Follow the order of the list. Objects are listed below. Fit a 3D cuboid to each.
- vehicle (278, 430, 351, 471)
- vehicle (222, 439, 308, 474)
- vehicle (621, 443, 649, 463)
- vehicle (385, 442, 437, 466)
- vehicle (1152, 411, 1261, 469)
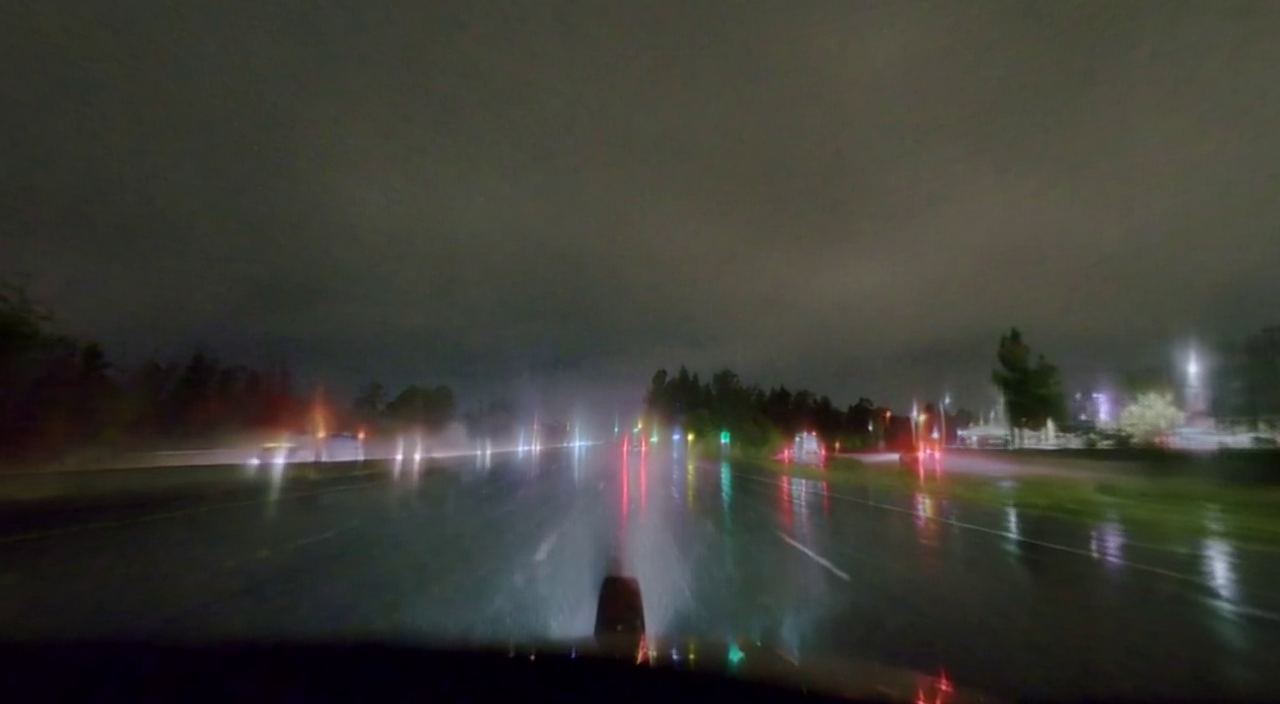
[{"bbox_3d":[-25.386,7.710,49.567,2.614,2.968,5.747,0,-9,0],"label":"vehicle"},{"bbox_3d":[-25.326,7.060,43.040,2.155,2.166,5.959,0,-9,0],"label":"vehicle"},{"bbox_3d":[-0.409,7.724,48.368,2.025,1.460,4.189,0,-9,-2],"label":"vehicle"},{"bbox_3d":[-17.649,7.867,49.001,2.006,1.741,5.547,0,-9,0],"label":"vehicle"},{"bbox_3d":[43.416,6.779,48.962,3.121,3.928,10.924,-6,-9,26],"label":"vehicle"}]
